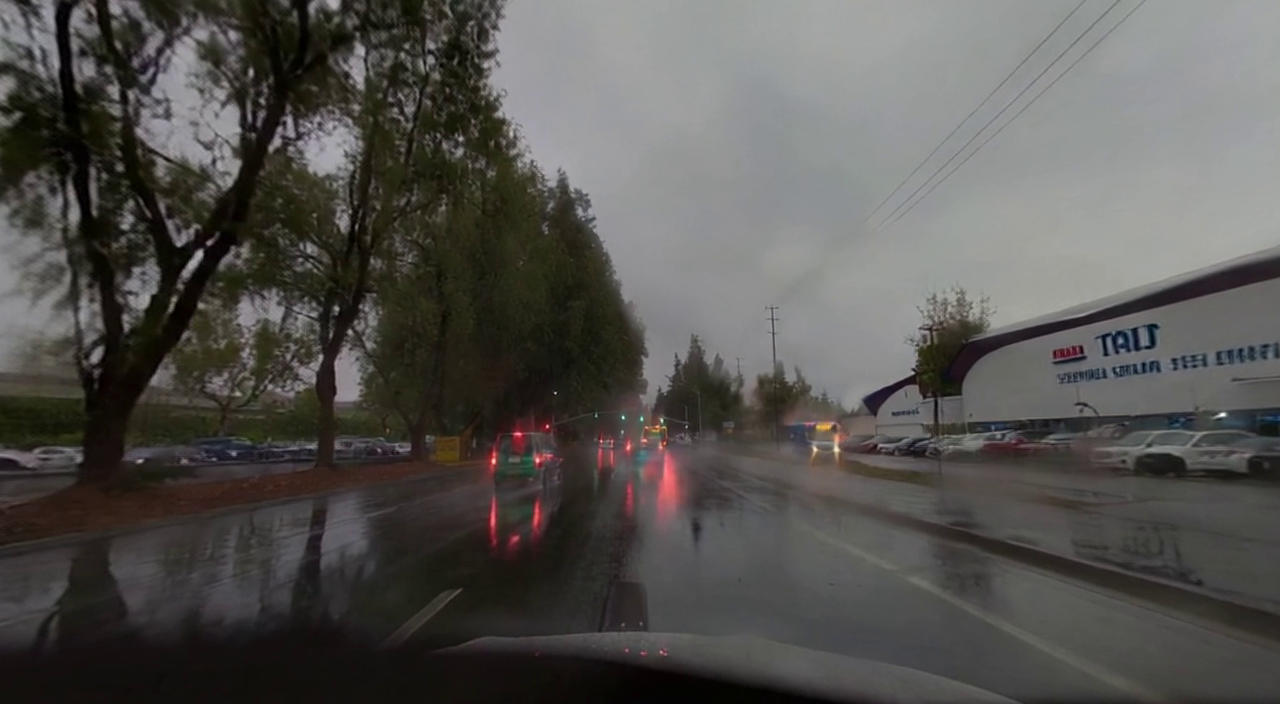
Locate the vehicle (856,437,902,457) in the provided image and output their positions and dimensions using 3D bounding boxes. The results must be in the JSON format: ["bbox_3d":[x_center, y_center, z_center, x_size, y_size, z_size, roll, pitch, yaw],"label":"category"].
[{"bbox_3d":[18.241,7.274,48.330,1.694,1.451,4.505,0,-9,0],"label":"vehicle"}]

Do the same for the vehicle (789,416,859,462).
[{"bbox_3d":[11.820,5.694,41.099,2.754,2.711,6.196,0,-9,1],"label":"vehicle"}]

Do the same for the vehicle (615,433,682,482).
[{"bbox_3d":[0.217,3.646,22.035,2.123,1.498,4.226,0,-9,-1],"label":"vehicle"}]

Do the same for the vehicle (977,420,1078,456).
[{"bbox_3d":[23.936,5.417,39.377,2.225,2.013,6.379,0,-9,-1],"label":"vehicle"}]

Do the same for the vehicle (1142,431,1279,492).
[{"bbox_3d":[18.649,3.258,18.976,2.229,1.661,5.991,0,-9,1],"label":"vehicle"}]

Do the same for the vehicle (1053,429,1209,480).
[{"bbox_3d":[18.595,3.900,24.256,1.965,1.749,4.838,0,-9,-2],"label":"vehicle"}]

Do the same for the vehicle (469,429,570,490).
[{"bbox_3d":[-3.529,3.260,19.379,2.148,1.636,4.199,0,-9,2],"label":"vehicle"}]

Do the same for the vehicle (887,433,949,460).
[{"bbox_3d":[18.466,6.298,42.177,1.841,1.680,4.842,0,-9,-1],"label":"vehicle"}]

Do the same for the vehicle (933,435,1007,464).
[{"bbox_3d":[18.615,5.550,35.837,1.826,1.532,4.290,0,-9,-1],"label":"vehicle"}]
